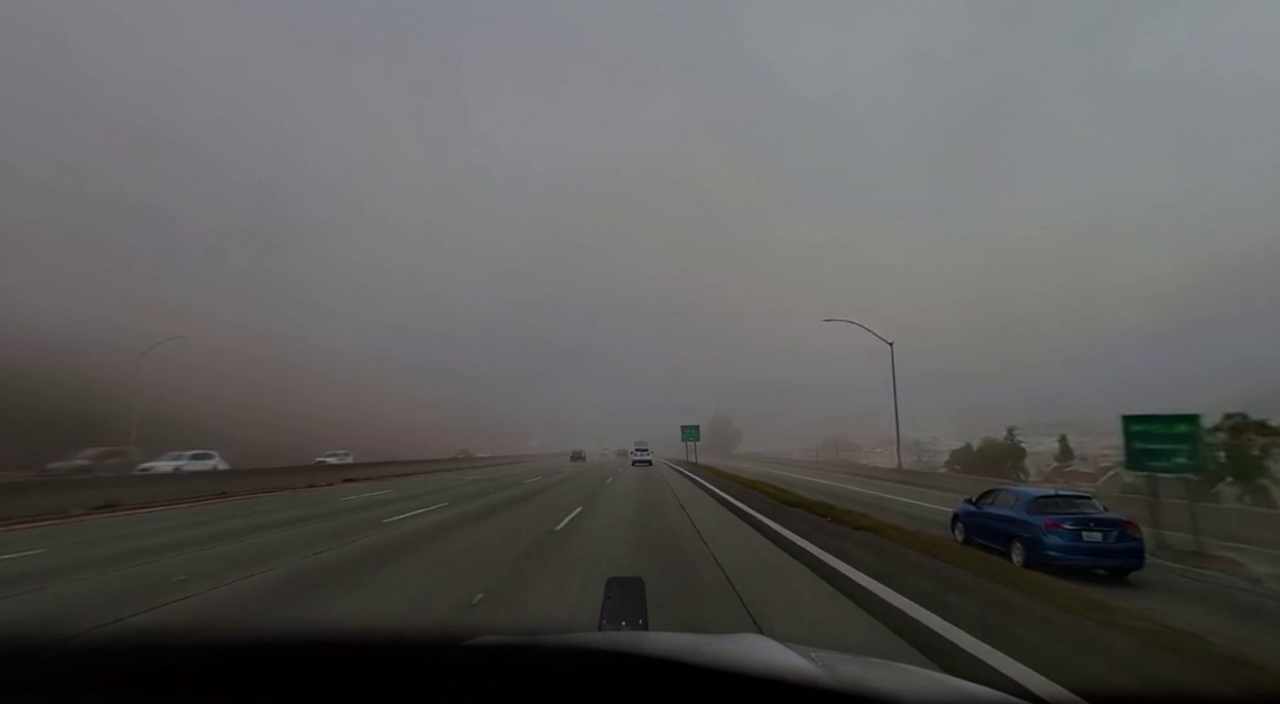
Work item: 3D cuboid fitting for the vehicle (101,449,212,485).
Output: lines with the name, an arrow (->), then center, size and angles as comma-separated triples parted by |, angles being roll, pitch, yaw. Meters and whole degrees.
vehicle -> -23.049, 5.480, 30.329 | 1.823, 1.517, 4.379 | 0, -8, 0

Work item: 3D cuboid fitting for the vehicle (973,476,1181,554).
vehicle -> 14.726, 5.468, 21.898 | 2.599, 1.962, 5.759 | 1, -8, -8

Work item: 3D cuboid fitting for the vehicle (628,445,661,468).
vehicle -> 0.276, 6.770, 41.116 | 2.051, 1.443, 3.770 | 0, -8, 0
